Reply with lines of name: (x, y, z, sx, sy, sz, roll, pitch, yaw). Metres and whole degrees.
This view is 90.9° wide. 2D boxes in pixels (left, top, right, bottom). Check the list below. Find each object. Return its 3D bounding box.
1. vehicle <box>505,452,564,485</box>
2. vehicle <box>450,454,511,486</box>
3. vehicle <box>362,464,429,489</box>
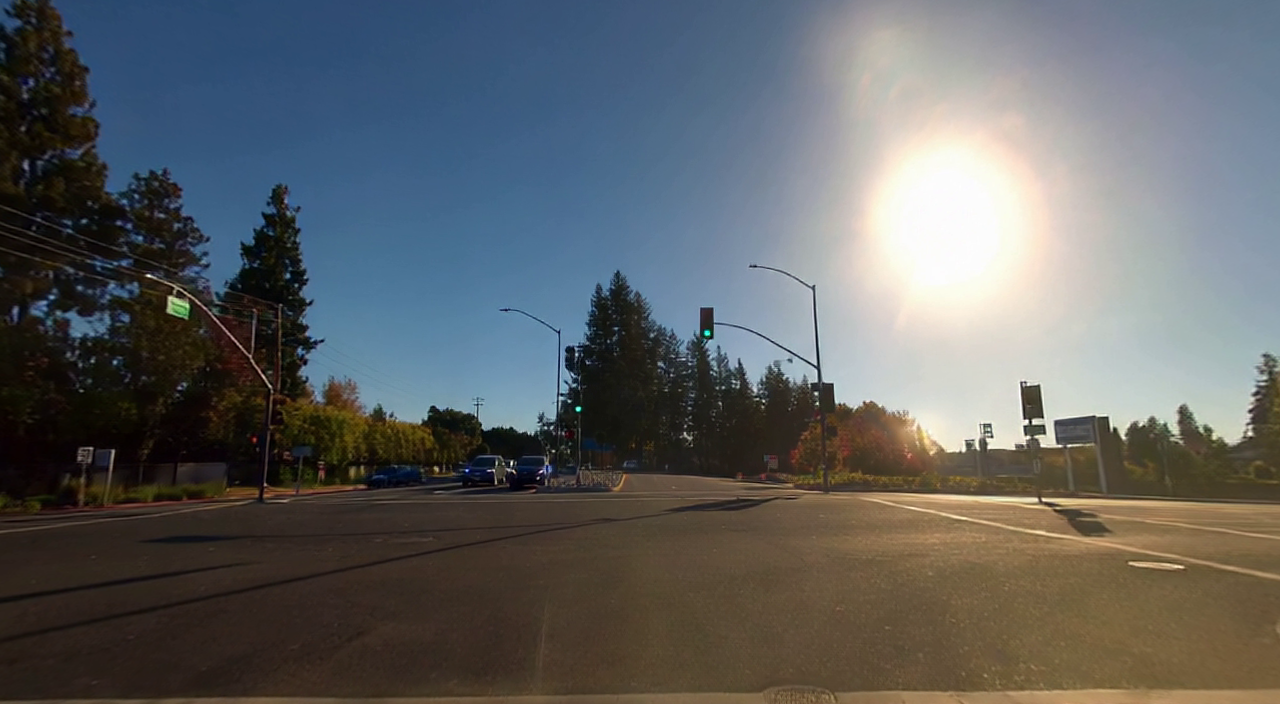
vehicle: (-5.247, 5.872, 32.104, 2.107, 1.456, 4.728, 0, -8, 1)
vehicle: (-8.034, 5.978, 32.095, 1.960, 1.433, 4.213, 0, -8, 1)
vehicle: (-17.230, 8.796, 44.652, 2.029, 1.500, 4.491, -3, -9, 18)
